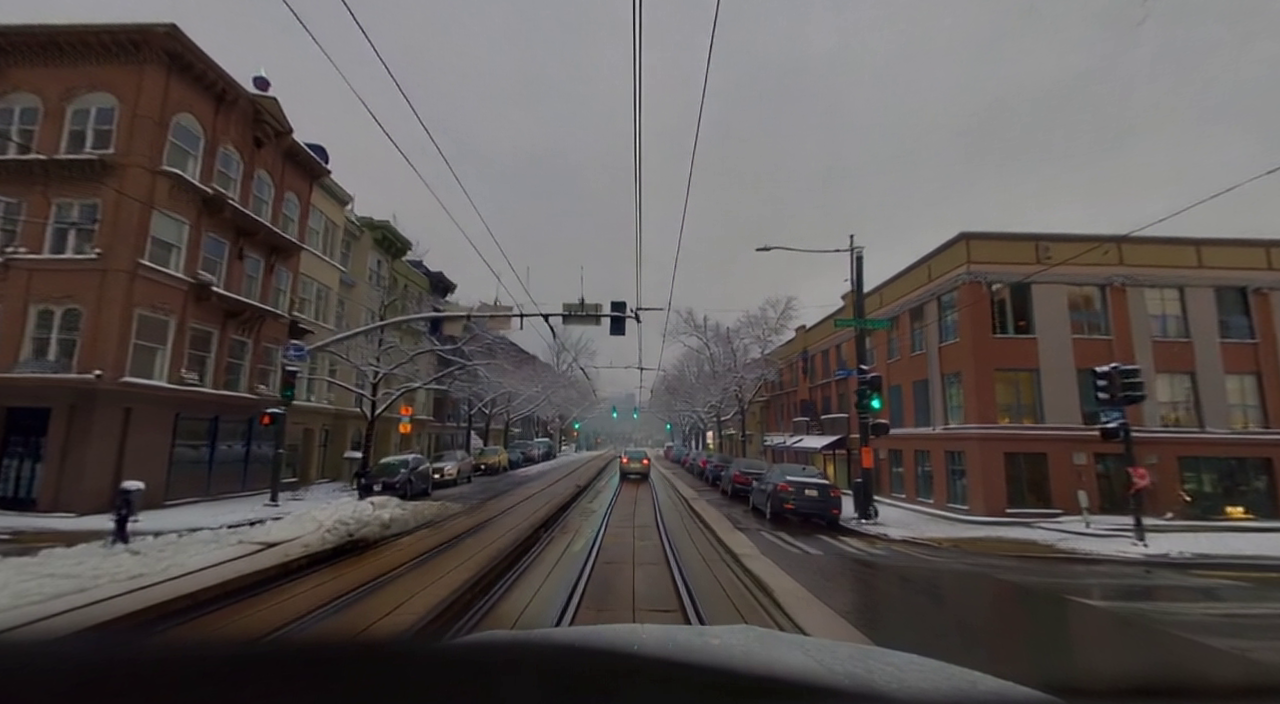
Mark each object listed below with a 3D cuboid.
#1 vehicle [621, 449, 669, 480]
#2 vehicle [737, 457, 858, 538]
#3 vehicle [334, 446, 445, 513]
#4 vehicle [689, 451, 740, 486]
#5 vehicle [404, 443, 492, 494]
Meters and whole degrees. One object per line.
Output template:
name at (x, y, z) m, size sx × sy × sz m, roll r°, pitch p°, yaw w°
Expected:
vehicle at (0.218, 6.045, 34.247) m, size 1.984 × 1.571 × 3.404 m, roll 1°, pitch -9°, yaw -10°
vehicle at (3.856, 3.608, 16.290) m, size 1.929 × 1.723 × 4.134 m, roll 0°, pitch -8°, yaw -2°
vehicle at (-7.418, 3.949, 19.176) m, size 1.779 × 1.588 × 3.953 m, roll 2°, pitch -17°, yaw -2°
vehicle at (3.690, 5.847, 31.970) m, size 1.890 × 1.559 × 4.281 m, roll 0°, pitch -8°, yaw -3°
vehicle at (-7.407, 4.628, 24.940) m, size 1.861 × 1.751 × 4.550 m, roll 1°, pitch -11°, yaw 2°
